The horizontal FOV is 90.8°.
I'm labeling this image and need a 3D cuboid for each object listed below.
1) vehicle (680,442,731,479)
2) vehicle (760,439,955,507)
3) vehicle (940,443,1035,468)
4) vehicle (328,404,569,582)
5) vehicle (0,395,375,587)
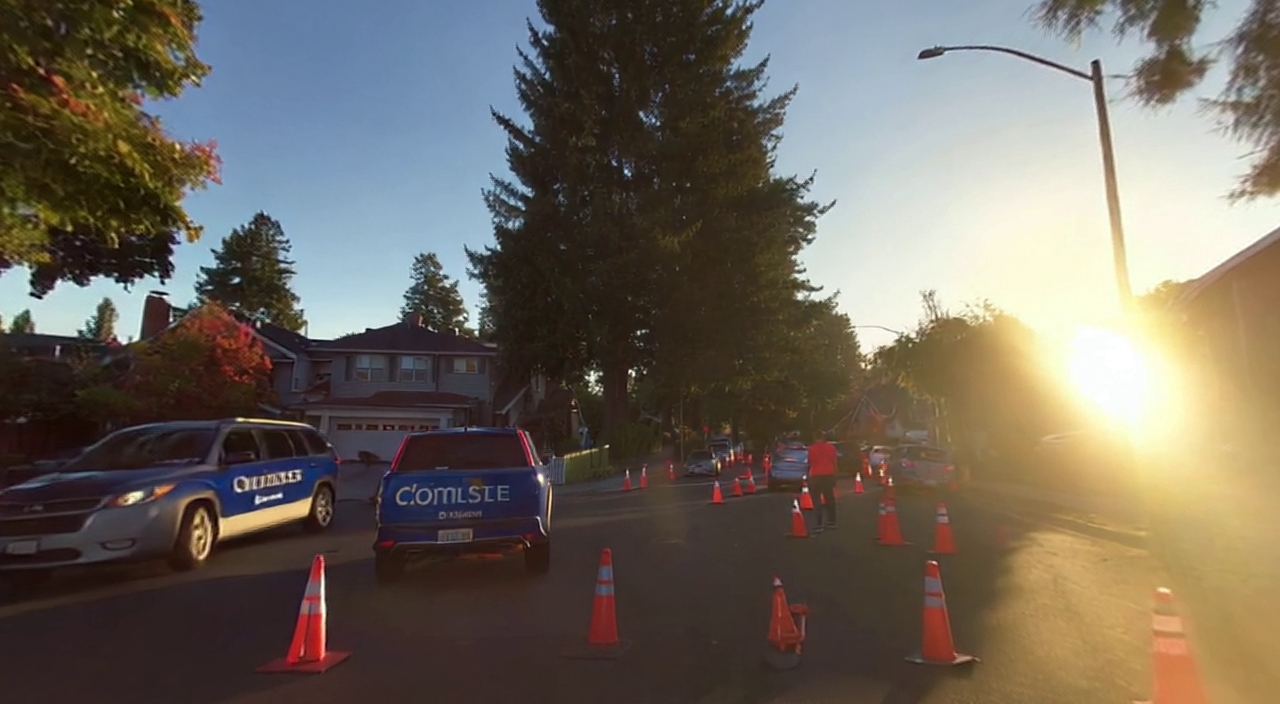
[{"bbox_3d":[3.475,5.562,32.650,2.014,1.742,4.297,-2,-9,14],"label":"vehicle"},{"bbox_3d":[5.923,3.238,17.395,4.656,1.577,2.099,2,-8,-17],"label":"vehicle"},{"bbox_3d":[22.755,6.799,41.548,5.066,1.534,1.905,-2,-9,10],"label":"vehicle"},{"bbox_3d":[-2.332,1.732,8.576,2.350,1.748,4.094,2,-9,-11],"label":"vehicle"},{"bbox_3d":[-6.005,1.740,8.802,2.471,1.892,4.952,0,-8,0],"label":"vehicle"}]
